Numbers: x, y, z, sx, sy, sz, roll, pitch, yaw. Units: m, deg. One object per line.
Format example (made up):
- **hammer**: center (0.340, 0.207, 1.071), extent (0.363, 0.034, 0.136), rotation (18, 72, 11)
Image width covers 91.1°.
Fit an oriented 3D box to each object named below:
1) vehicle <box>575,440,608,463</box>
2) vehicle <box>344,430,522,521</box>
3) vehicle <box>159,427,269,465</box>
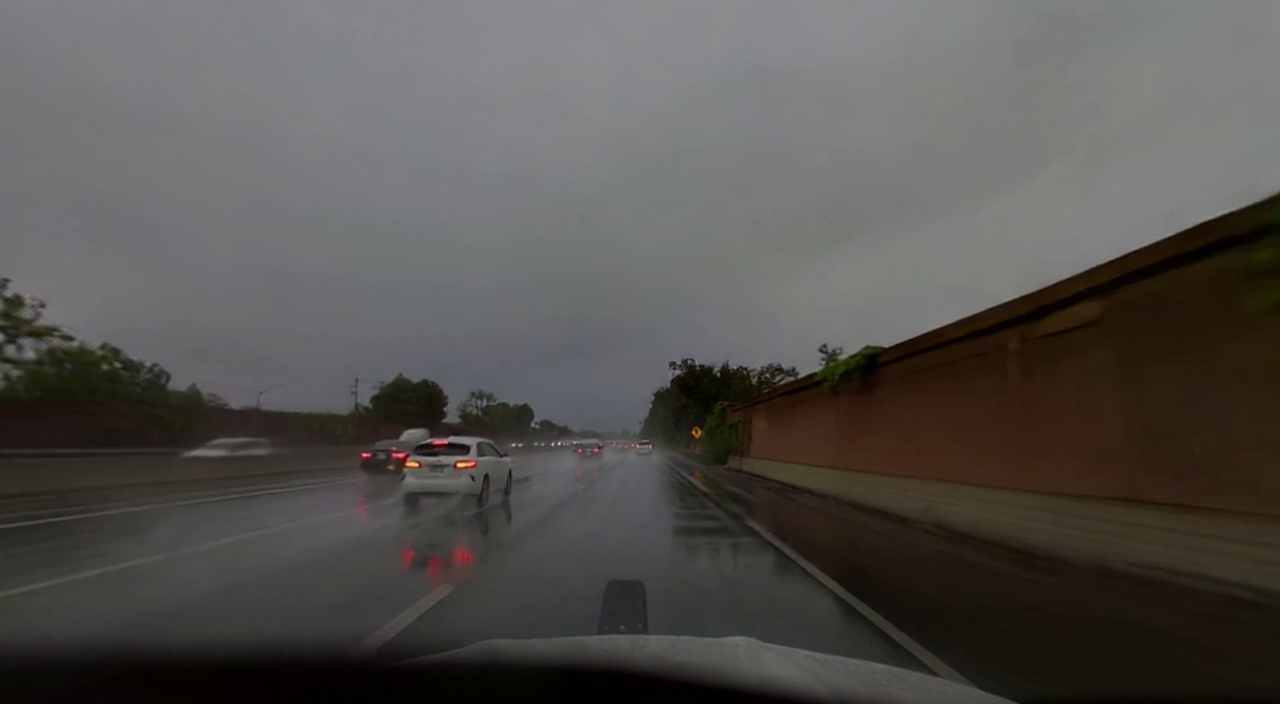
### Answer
- **vehicle**: center (-3.558, 7.403, 46.919), extent (2.036, 1.636, 4.511), rotation (0, -9, 1)
- **vehicle**: center (-3.894, 2.410, 12.860), extent (1.945, 1.484, 4.803), rotation (0, -9, 1)
- **vehicle**: center (-31.985, 7.160, 47.645), extent (2.732, 2.631, 7.820), rotation (0, -9, 1)
